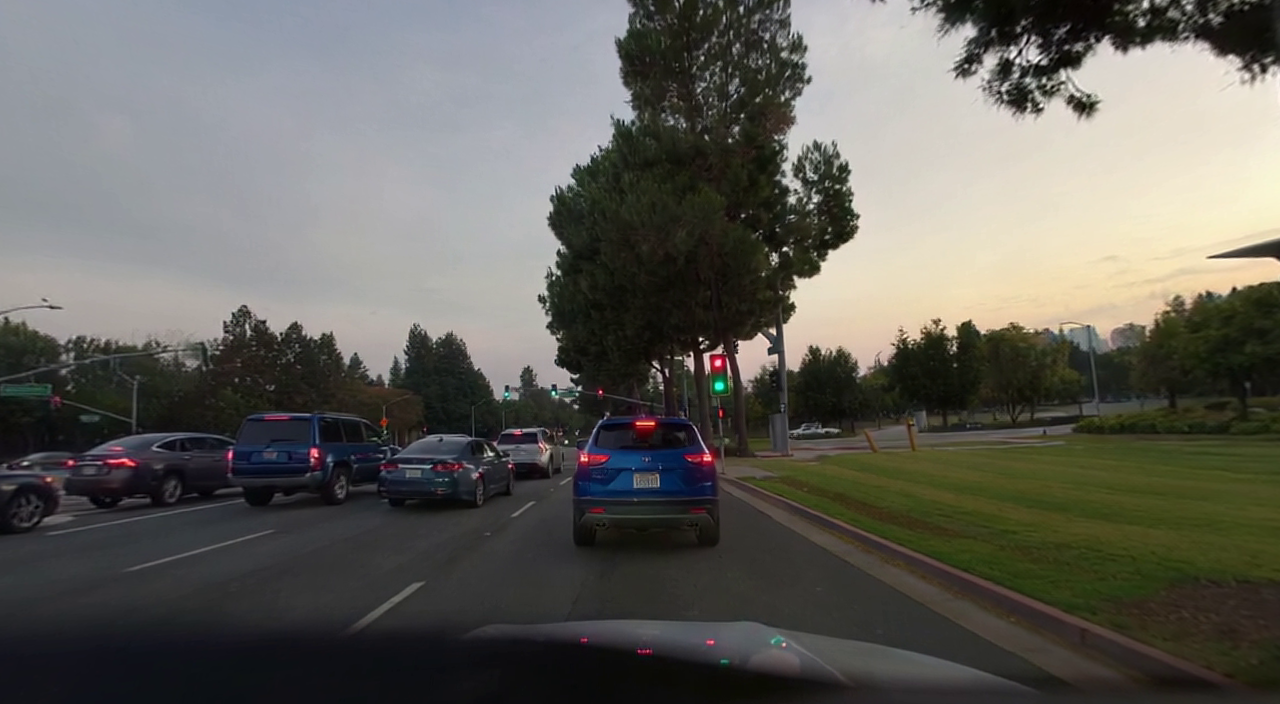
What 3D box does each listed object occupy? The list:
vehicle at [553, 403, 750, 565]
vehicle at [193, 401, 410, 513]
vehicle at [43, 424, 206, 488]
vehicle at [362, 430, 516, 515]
[{"bbox_3d":[0.099,1.709,8.838,2.055,1.681,4.270,0,-9,-1],"label":"vehicle"},{"bbox_3d":[-7.386,2.380,14.652,2.195,2.093,5.185,0,-9,-1],"label":"vehicle"},{"bbox_3d":[-17.677,3.598,22.030,2.136,1.976,4.342,0,-9,-3],"label":"vehicle"},{"bbox_3d":[-4.080,2.514,13.675,1.942,1.523,4.212,0,-9,0],"label":"vehicle"}]
